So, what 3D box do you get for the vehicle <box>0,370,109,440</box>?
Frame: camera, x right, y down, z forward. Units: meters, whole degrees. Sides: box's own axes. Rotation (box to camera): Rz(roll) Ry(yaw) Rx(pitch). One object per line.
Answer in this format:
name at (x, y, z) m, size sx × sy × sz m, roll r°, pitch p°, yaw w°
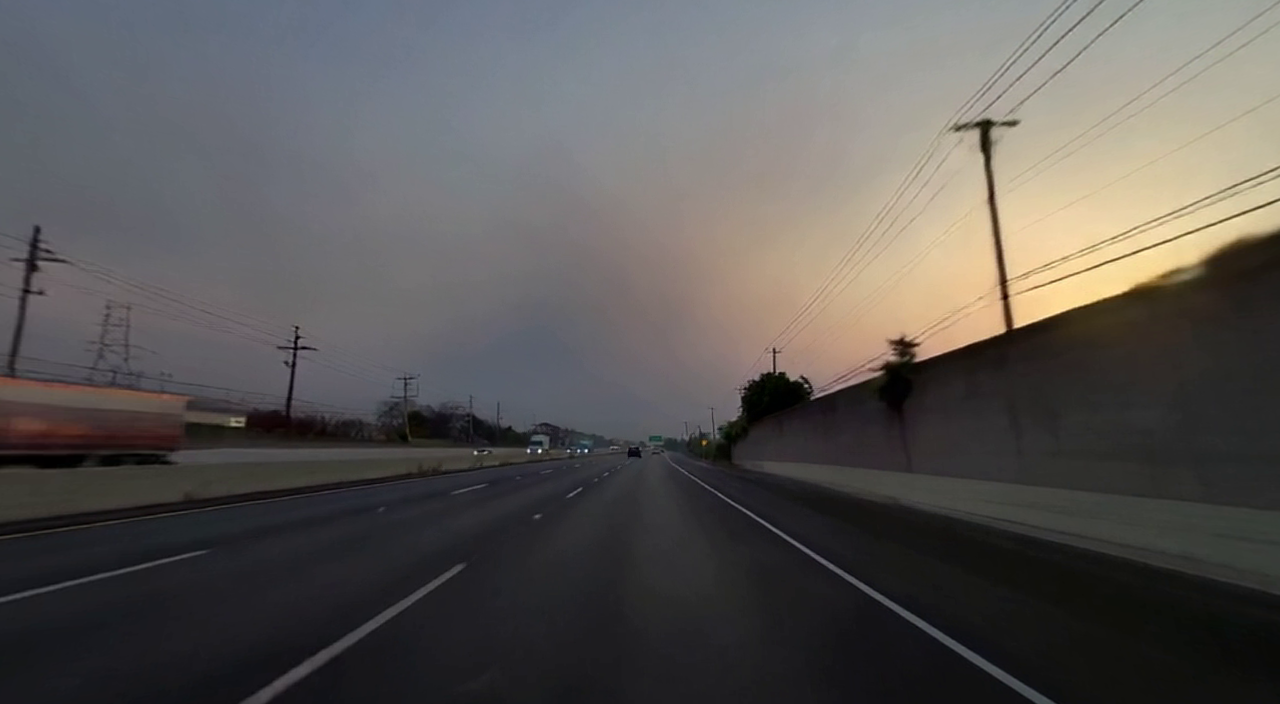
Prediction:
vehicle at (-41.647, 3.119, 39.114) m, size 2.823 × 4.002 × 15.316 m, roll -4°, pitch -10°, yaw 6°
